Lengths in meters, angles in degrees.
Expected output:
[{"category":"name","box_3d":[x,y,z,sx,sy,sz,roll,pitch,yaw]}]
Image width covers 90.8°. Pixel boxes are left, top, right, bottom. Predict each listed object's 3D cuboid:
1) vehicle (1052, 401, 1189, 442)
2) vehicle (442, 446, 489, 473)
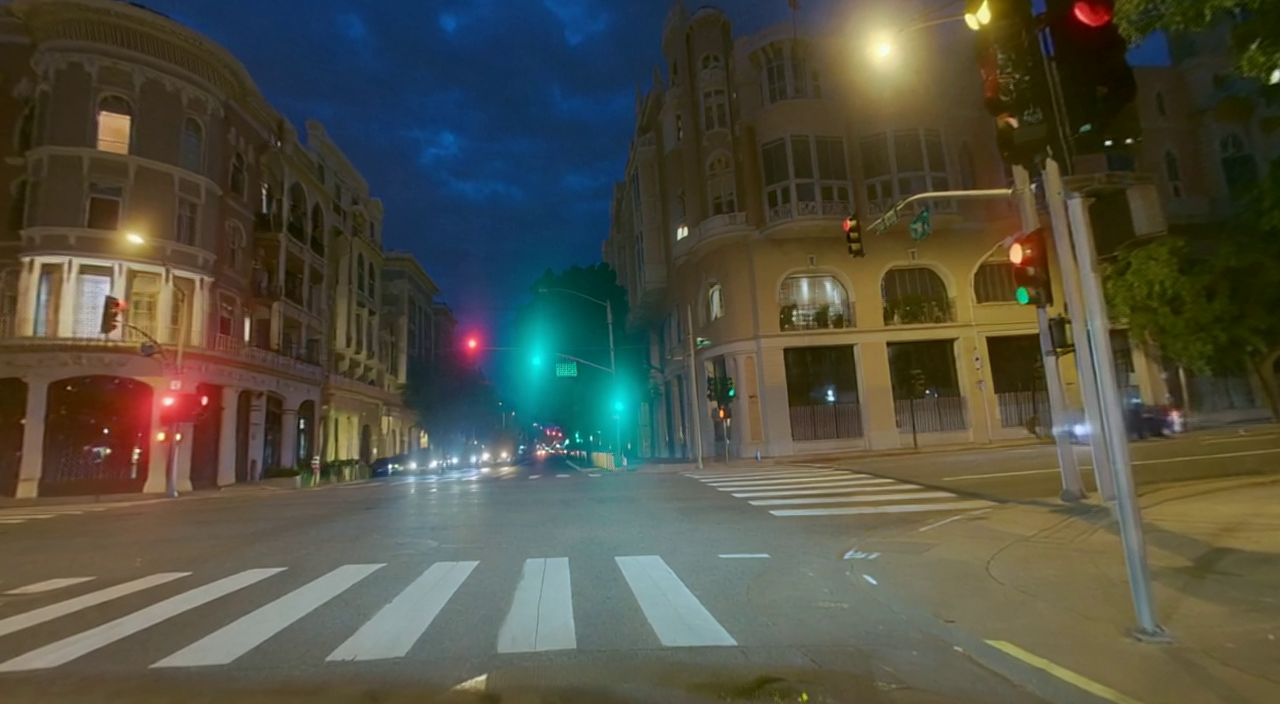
[{"category":"vehicle","box_3d":[20.502,3.012,27.025,4.626,1.636,2.004,2,-9,-13]},{"category":"vehicle","box_3d":[-10.455,6.470,38.154,2.196,1.503,4.371,1,-9,-8]}]
